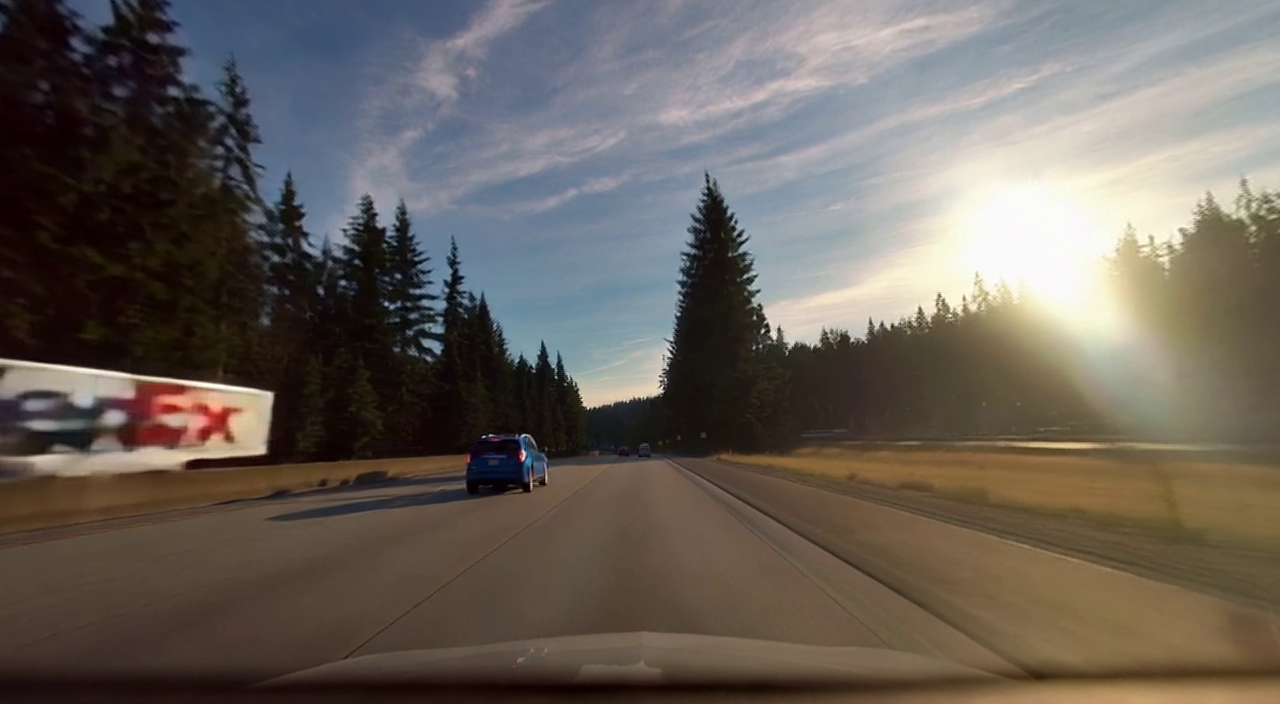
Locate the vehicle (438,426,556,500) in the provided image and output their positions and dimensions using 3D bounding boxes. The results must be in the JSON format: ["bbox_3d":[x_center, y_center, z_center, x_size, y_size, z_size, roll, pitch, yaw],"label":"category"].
[{"bbox_3d":[-3.726,2.976,17.296,2.084,1.752,4.479,0,-8,1],"label":"vehicle"}]

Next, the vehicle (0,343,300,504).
[{"bbox_3d":[-17.914,2.637,21.697,2.945,4.100,16.364,0,-8,1],"label":"vehicle"}]

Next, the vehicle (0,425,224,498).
[{"bbox_3d":[-13.865,2.835,16.788,1.975,1.630,5.130,0,-8,0],"label":"vehicle"}]
